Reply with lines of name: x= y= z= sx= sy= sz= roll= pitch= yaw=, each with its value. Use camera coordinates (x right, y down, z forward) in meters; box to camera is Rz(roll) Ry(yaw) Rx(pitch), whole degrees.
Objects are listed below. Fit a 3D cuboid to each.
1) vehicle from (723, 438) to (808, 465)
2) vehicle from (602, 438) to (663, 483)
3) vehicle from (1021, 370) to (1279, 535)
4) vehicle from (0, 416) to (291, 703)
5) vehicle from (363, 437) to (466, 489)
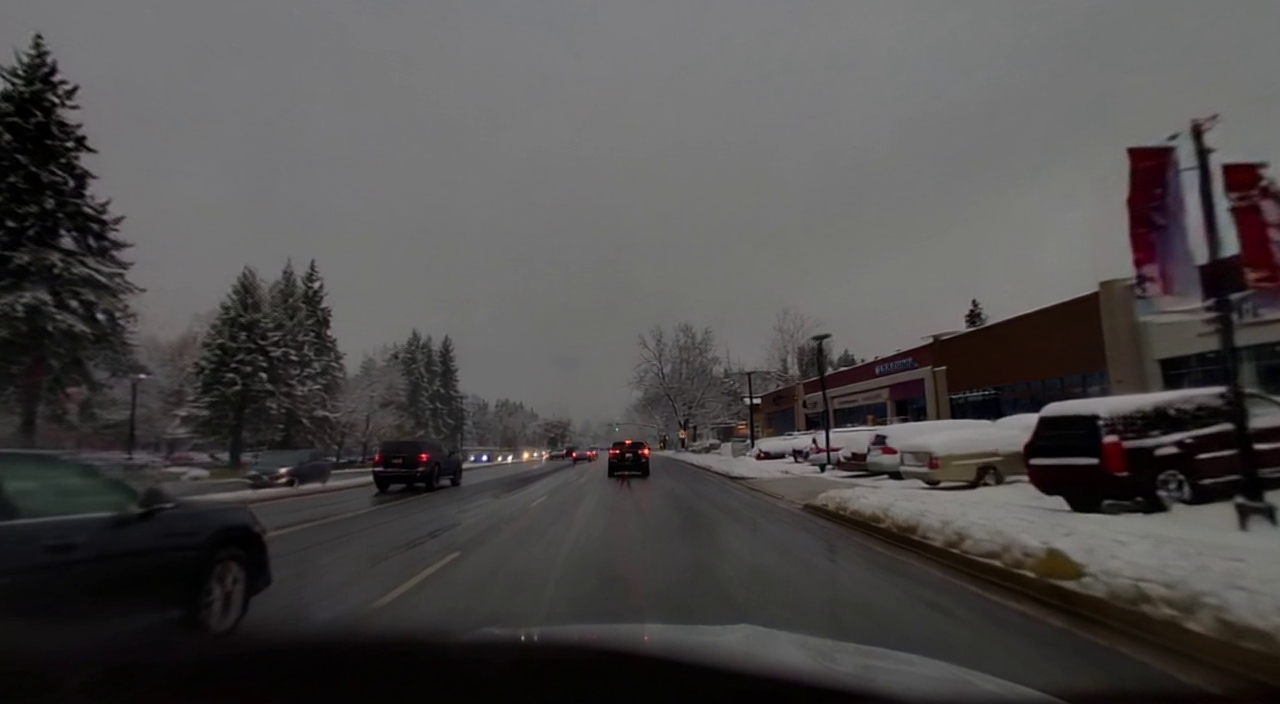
vehicle: x=7.386 y=5.907 z=37.558 sx=4.619 sy=1.523 sz=1.873 roll=0 pitch=-8 yaw=-1
vehicle: x=-0.300 y=3.956 z=23.285 sx=2.061 sy=1.469 sz=3.954 roll=0 pitch=-9 yaw=-2
vehicle: x=8.924 y=1.319 z=9.160 sx=5.634 sy=1.895 sz=2.223 roll=-1 pitch=-9 yaw=-13
vehicle: x=-3.993 y=1.042 z=3.000 sx=1.973 sy=1.456 sz=4.850 roll=0 pitch=-9 yaw=-1
vehicle: x=-7.931 y=3.931 z=22.766 sx=2.038 sy=1.649 sz=4.665 roll=0 pitch=-9 yaw=-1
